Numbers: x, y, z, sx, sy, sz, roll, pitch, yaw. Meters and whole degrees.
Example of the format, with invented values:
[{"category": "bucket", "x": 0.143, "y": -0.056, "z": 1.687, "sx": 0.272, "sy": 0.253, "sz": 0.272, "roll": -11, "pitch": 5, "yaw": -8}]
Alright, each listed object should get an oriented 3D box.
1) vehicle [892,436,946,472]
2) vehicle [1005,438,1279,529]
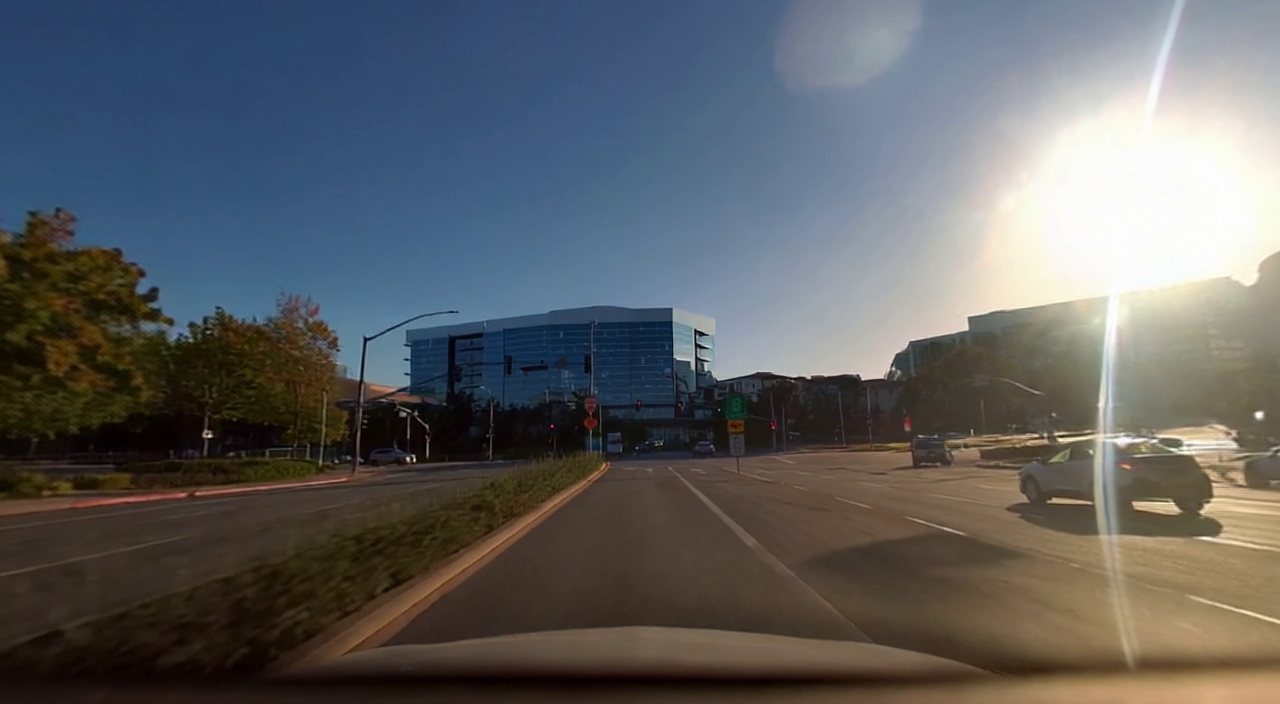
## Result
[{"category": "vehicle", "x": 15.325, "y": 5.621, "z": 34.954, "sx": 1.951, "sy": 1.843, "sz": 4.335, "roll": -2, "pitch": -9, "yaw": 14}, {"category": "vehicle", "x": 9.747, "y": 2.524, "z": 12.849, "sx": 1.933, "sy": 1.500, "sz": 4.458, "roll": 0, "pitch": -8, "yaw": -1}]
